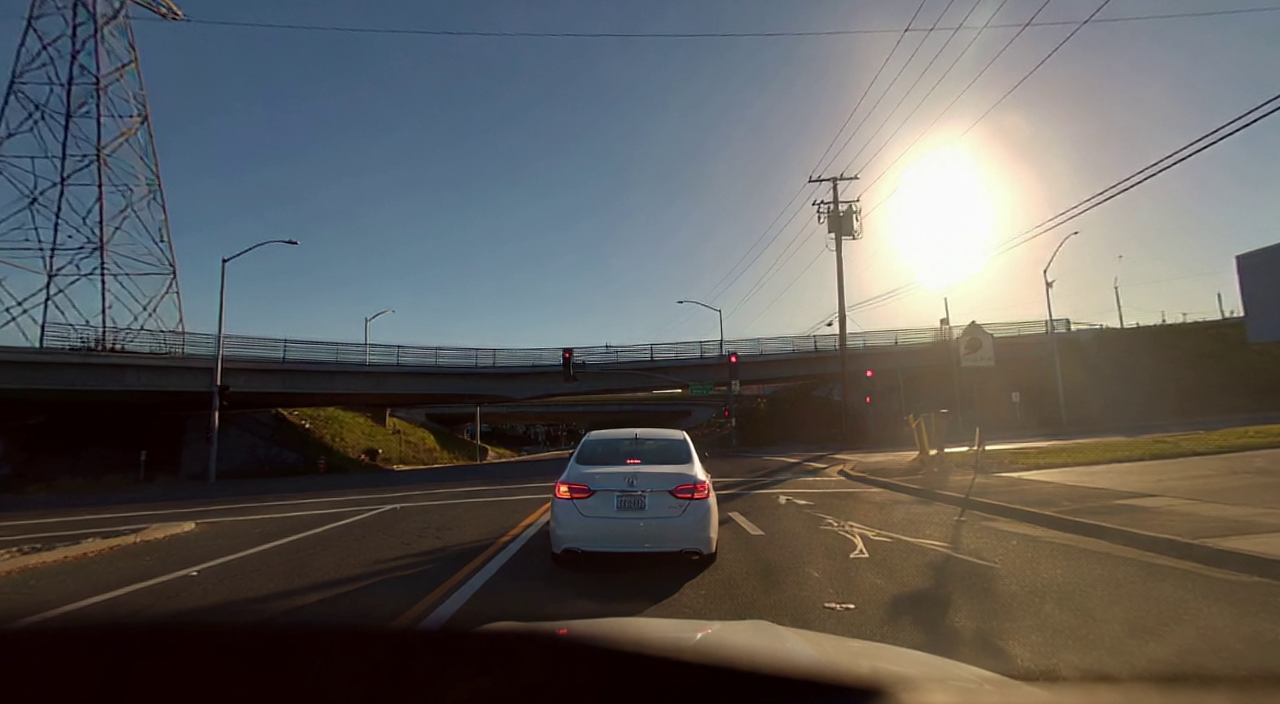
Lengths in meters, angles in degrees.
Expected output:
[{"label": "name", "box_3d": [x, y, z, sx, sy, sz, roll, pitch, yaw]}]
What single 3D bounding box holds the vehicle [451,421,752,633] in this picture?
[{"label": "vehicle", "box_3d": [-0.232, 1.527, 6.472, 2.090, 1.458, 4.033, -1, -9, 1]}]
